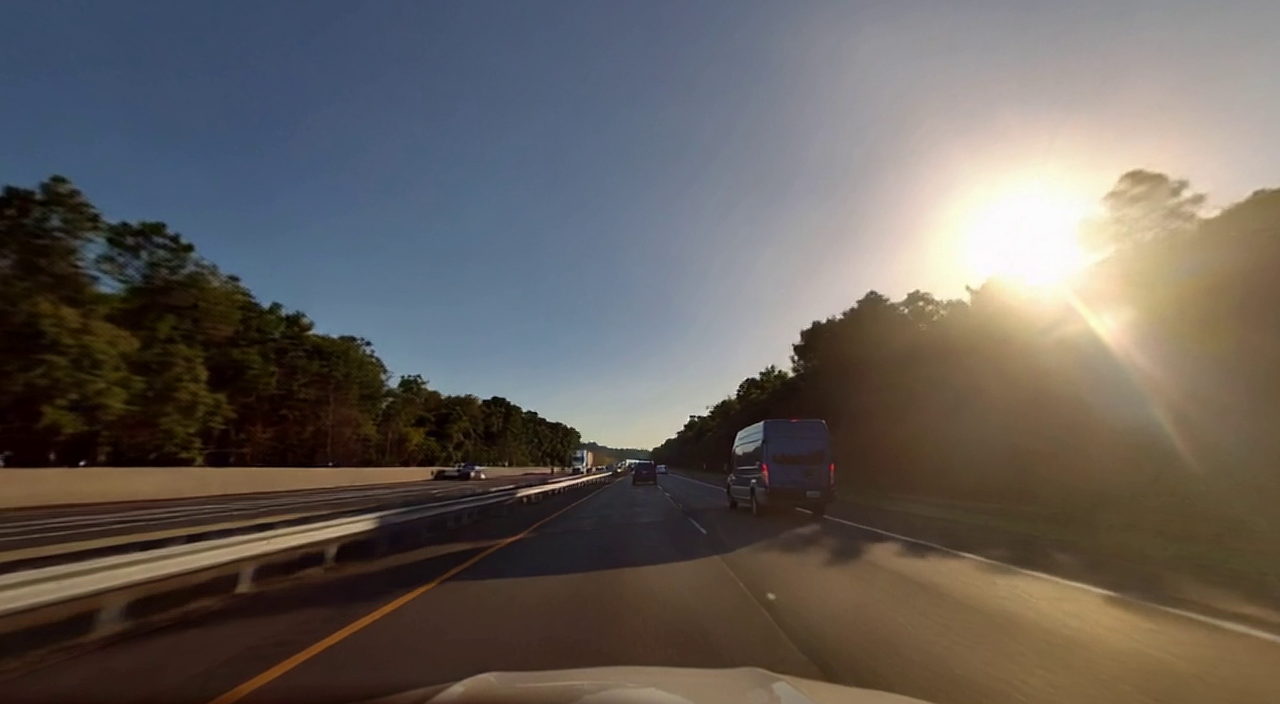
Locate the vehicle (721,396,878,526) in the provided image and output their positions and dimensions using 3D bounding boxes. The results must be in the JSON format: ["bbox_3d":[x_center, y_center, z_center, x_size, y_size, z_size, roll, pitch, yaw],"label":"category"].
[{"bbox_3d":[4.147,3.173,18.189,2.563,2.975,6.941,1,-11,-1],"label":"vehicle"}]

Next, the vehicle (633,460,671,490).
[{"bbox_3d":[0.725,7.559,38.839,2.212,1.717,4.452,1,-10,1],"label":"vehicle"}]
